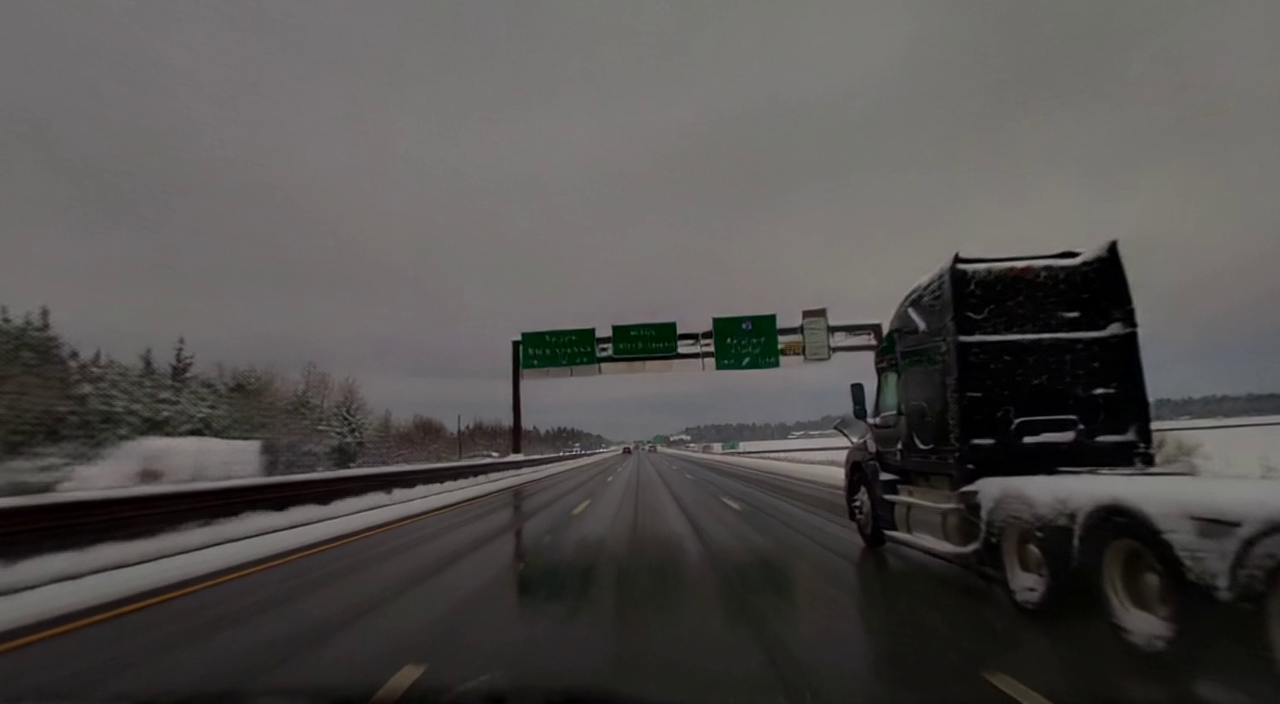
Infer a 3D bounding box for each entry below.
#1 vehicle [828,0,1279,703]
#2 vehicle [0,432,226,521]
[{"bbox_3d":[4.019,0.200,5.114,3.051,3.968,5.943,0,-9,0],"label":"vehicle"},{"bbox_3d":[-11.625,2.607,13.729,1.992,1.576,4.708,0,-9,0],"label":"vehicle"}]
